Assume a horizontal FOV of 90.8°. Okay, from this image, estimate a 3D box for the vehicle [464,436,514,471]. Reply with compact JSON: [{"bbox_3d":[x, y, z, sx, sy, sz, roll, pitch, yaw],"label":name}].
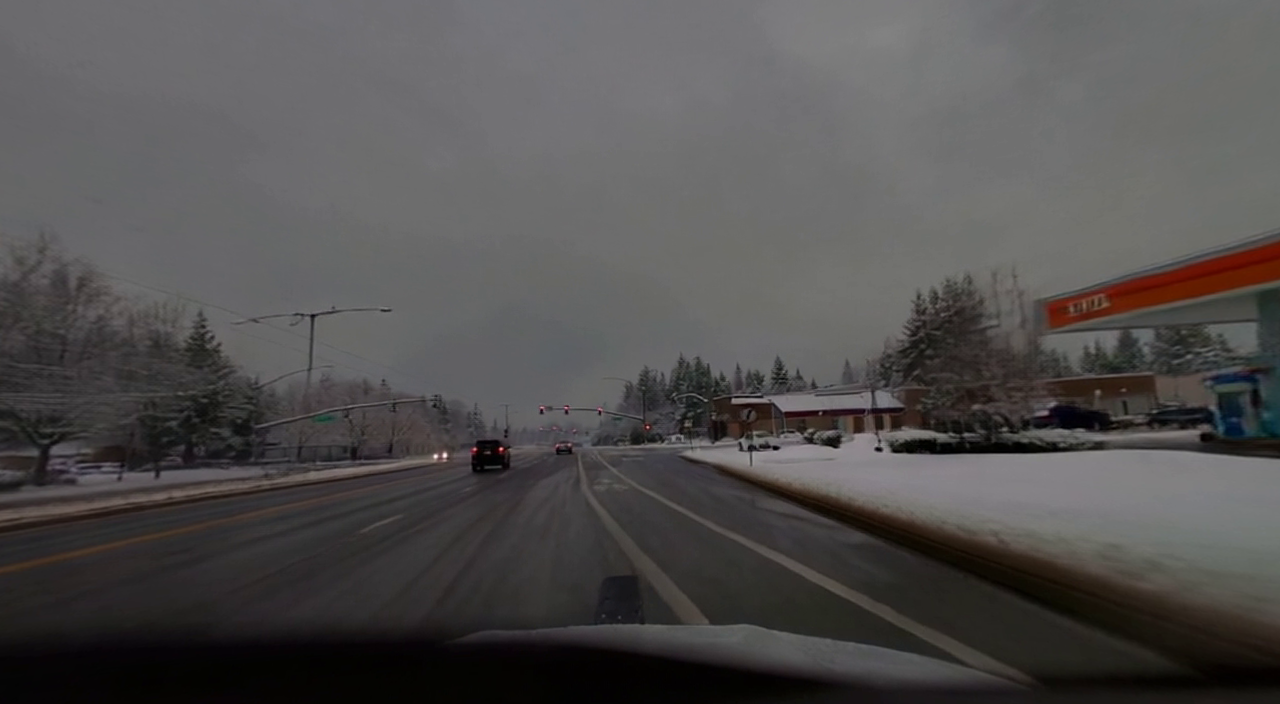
[{"bbox_3d":[-8.281,5.591,35.014,1.985,1.772,4.479,0,-8,-4],"label":"vehicle"}]
